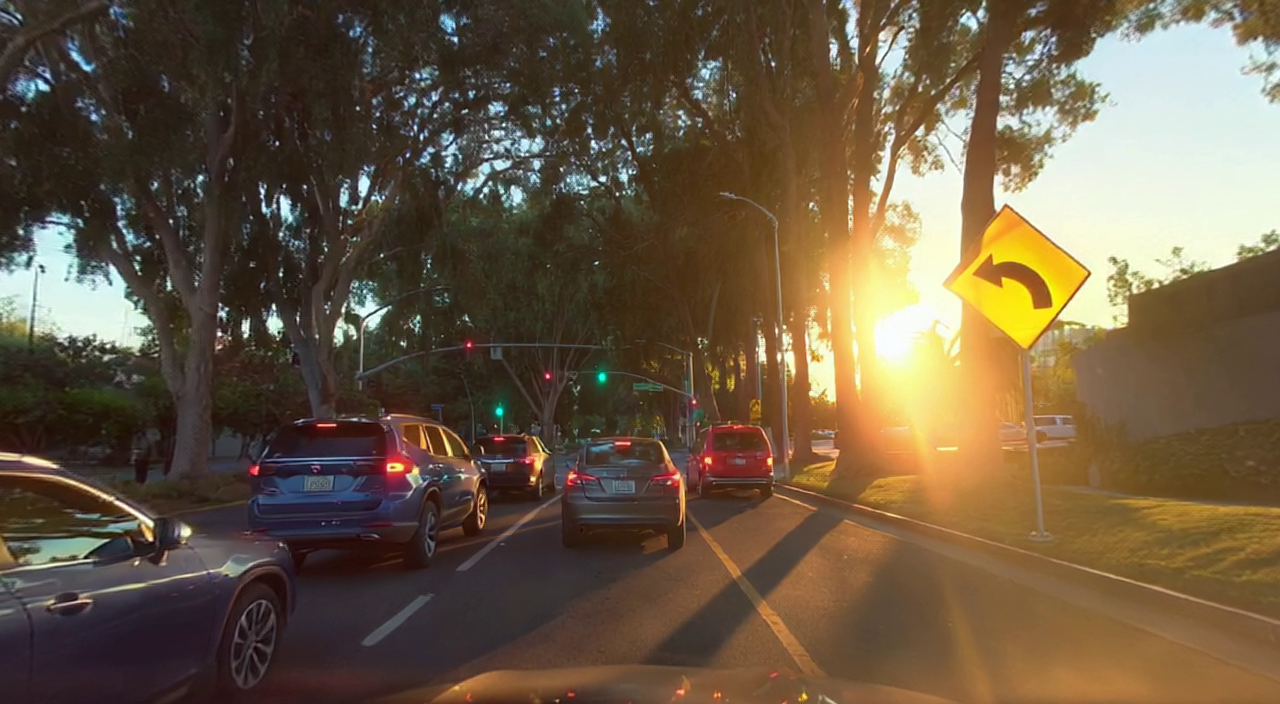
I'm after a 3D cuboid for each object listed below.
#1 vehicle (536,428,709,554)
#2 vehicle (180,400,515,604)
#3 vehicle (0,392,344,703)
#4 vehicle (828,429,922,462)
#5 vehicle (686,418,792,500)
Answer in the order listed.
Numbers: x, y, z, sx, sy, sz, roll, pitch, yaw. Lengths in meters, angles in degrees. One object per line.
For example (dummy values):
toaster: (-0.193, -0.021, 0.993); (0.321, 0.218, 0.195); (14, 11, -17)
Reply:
vehicle: (-0.255, 1.920, 9.349); (2.025, 1.453, 3.848); (0, -8, -2)
vehicle: (-2.894, 1.575, 7.454); (1.964, 1.712, 4.097); (0, -8, 0)
vehicle: (-2.919, 0.832, 1.628); (1.974, 1.484, 4.716); (0, -8, 0)
vehicle: (11.380, 4.556, 30.695); (3.883, 1.534, 1.779); (0, -8, 2)
vehicle: (2.451, 2.811, 16.867); (2.059, 1.864, 4.541); (0, -8, -1)
